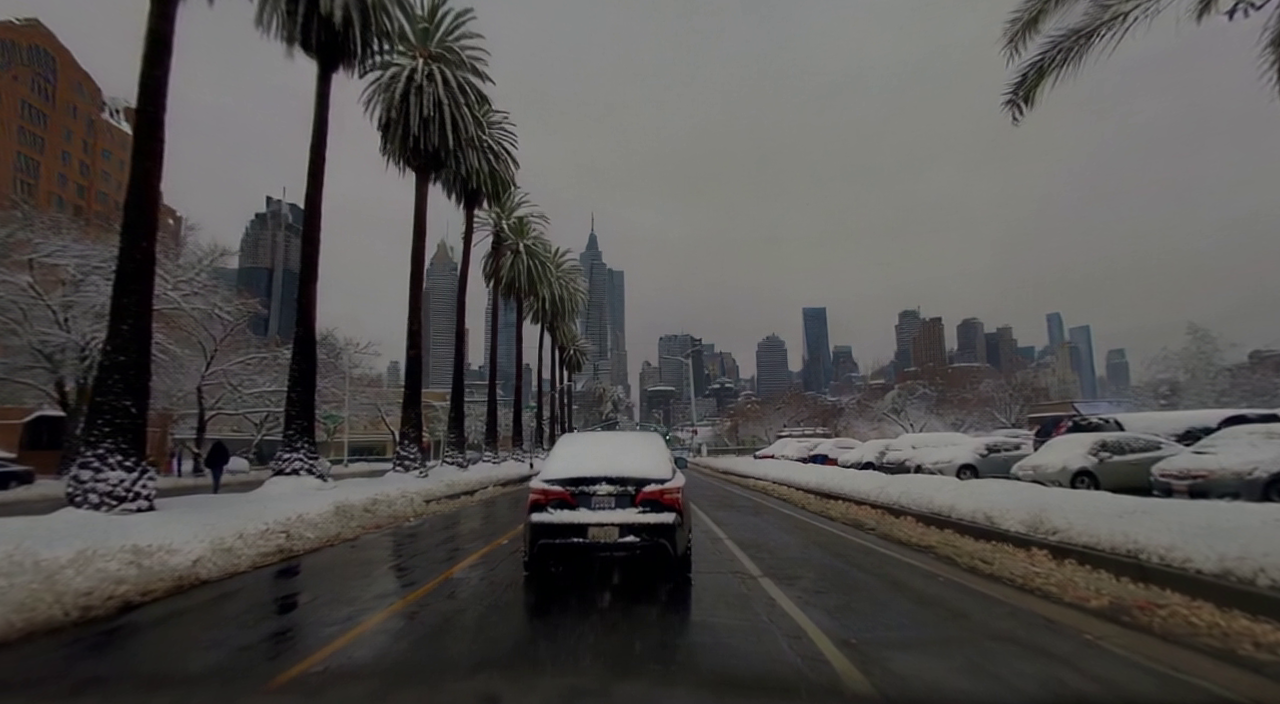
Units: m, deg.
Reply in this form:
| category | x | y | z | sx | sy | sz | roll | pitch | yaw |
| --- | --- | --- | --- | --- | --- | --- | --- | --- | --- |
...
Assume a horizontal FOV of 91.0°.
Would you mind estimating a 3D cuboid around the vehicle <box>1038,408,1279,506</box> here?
| category | x | y | z | sx | sy | sz | roll | pitch | yaw |
| --- | --- | --- | --- | --- | --- | --- | --- | --- | --- |
| vehicle | 12.887 | 2.407 | 14.763 | 5.301 | 1.962 | 2.431 | -3 | -8 | 4 |

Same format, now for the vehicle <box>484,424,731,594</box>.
| category | x | y | z | sx | sy | sz | roll | pitch | yaw |
| --- | --- | --- | --- | --- | --- | --- | --- | --- | --- |
| vehicle | -0.281 | 1.725 | 7.728 | 2.235 | 1.528 | 3.876 | 0 | -9 | 0 |
